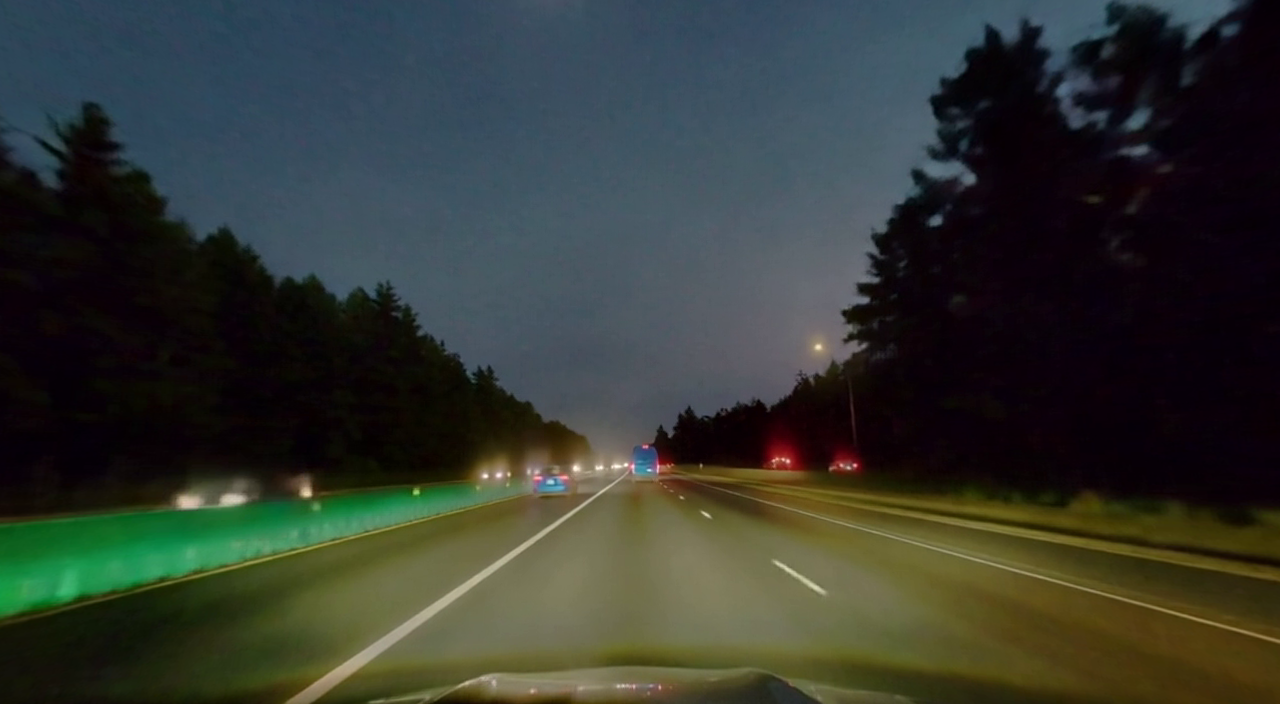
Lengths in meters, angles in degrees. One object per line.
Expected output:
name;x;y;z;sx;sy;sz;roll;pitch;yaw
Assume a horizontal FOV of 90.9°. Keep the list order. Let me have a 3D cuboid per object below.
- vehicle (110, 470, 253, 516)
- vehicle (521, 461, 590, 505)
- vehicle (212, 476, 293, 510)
vehicle;-16.423;5.036;22.916;1.862;1.449;4.441;1;-11;0
vehicle;-3.119;4.985;24.152;2.038;1.490;4.391;1;-11;0
vehicle;-16.466;5.984;26.908;1.663;1.301;2.750;1;-11;0
